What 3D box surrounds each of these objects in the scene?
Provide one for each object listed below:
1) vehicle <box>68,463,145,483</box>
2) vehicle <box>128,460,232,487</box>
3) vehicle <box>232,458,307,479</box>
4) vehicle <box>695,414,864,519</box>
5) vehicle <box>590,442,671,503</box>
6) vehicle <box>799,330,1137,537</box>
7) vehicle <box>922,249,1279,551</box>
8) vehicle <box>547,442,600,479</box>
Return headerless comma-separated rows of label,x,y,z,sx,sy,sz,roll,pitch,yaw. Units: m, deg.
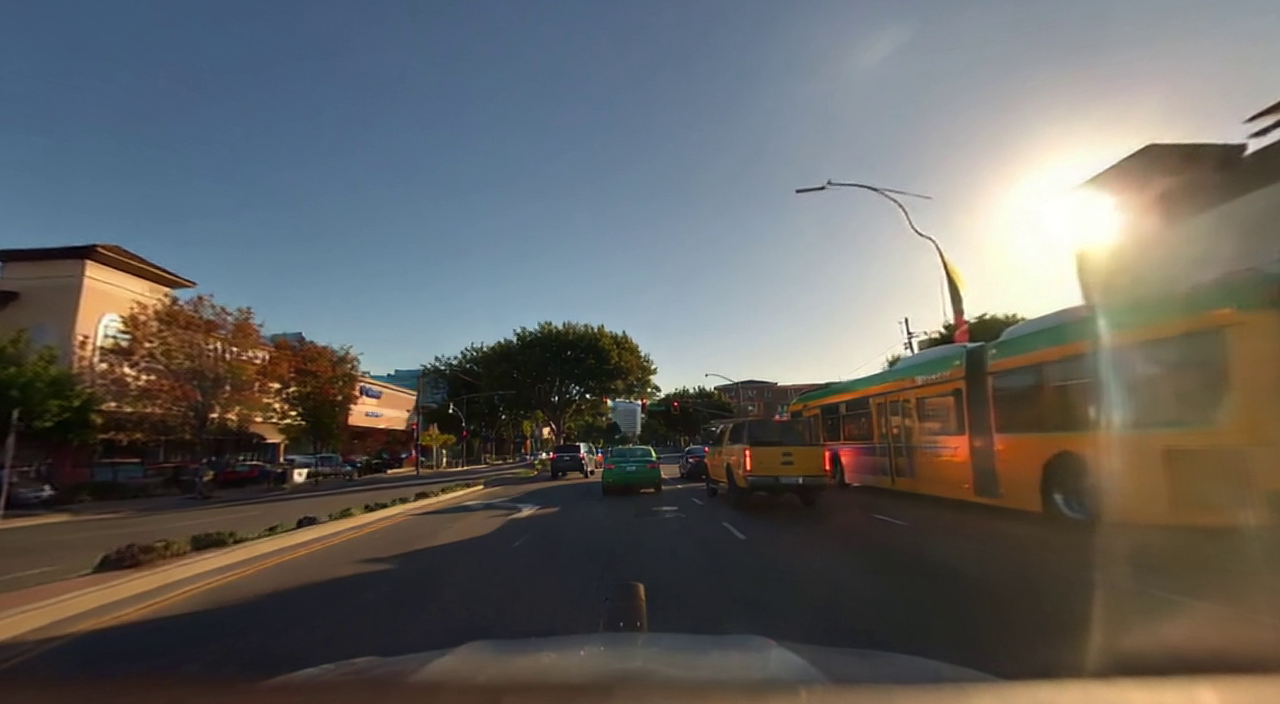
vehicle,-41.307,9.383,48.948,4.357,1.470,1.808,-1,-9,4
vehicle,-28.445,7.517,39.276,4.881,1.458,1.914,4,-10,-27
vehicle,-28.083,8.788,47.945,4.800,1.461,1.831,5,-10,-32
vehicle,2.891,2.623,14.910,2.490,1.951,5.931,0,-9,-1
vehicle,-0.291,3.376,18.090,2.071,1.525,3.723,0,-9,-1
vehicle,6.347,1.944,14.611,2.879,3.318,8.881,0,-9,-1
vehicle,10.190,1.403,13.649,3.181,4.110,10.468,0,-9,-1
vehicle,-3.253,5.410,31.684,2.180,1.708,4.397,0,-9,0
